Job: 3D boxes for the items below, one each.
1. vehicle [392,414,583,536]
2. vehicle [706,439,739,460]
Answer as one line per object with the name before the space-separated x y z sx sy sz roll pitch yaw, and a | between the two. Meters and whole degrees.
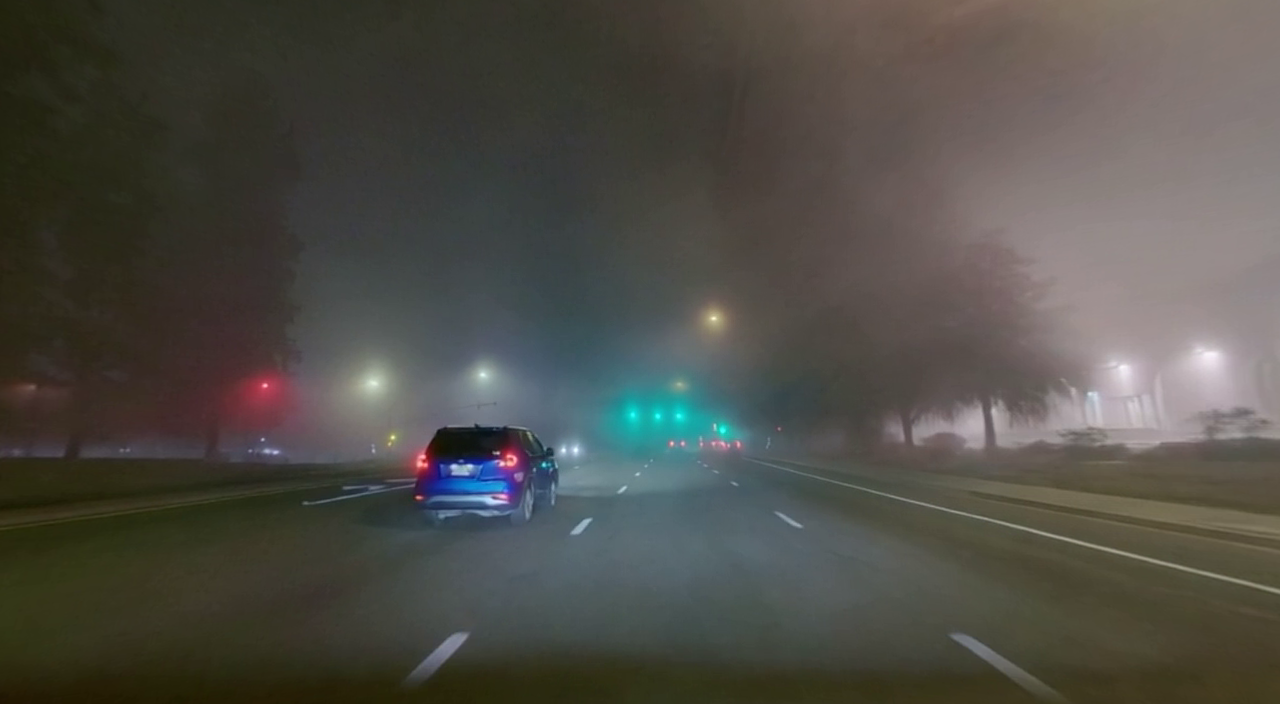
vehicle | -2.388 2.081 11.283 2.033 1.713 4.503 -1 -8 4
vehicle | 6.055 7.197 46.457 1.983 1.464 4.472 -1 -8 2
